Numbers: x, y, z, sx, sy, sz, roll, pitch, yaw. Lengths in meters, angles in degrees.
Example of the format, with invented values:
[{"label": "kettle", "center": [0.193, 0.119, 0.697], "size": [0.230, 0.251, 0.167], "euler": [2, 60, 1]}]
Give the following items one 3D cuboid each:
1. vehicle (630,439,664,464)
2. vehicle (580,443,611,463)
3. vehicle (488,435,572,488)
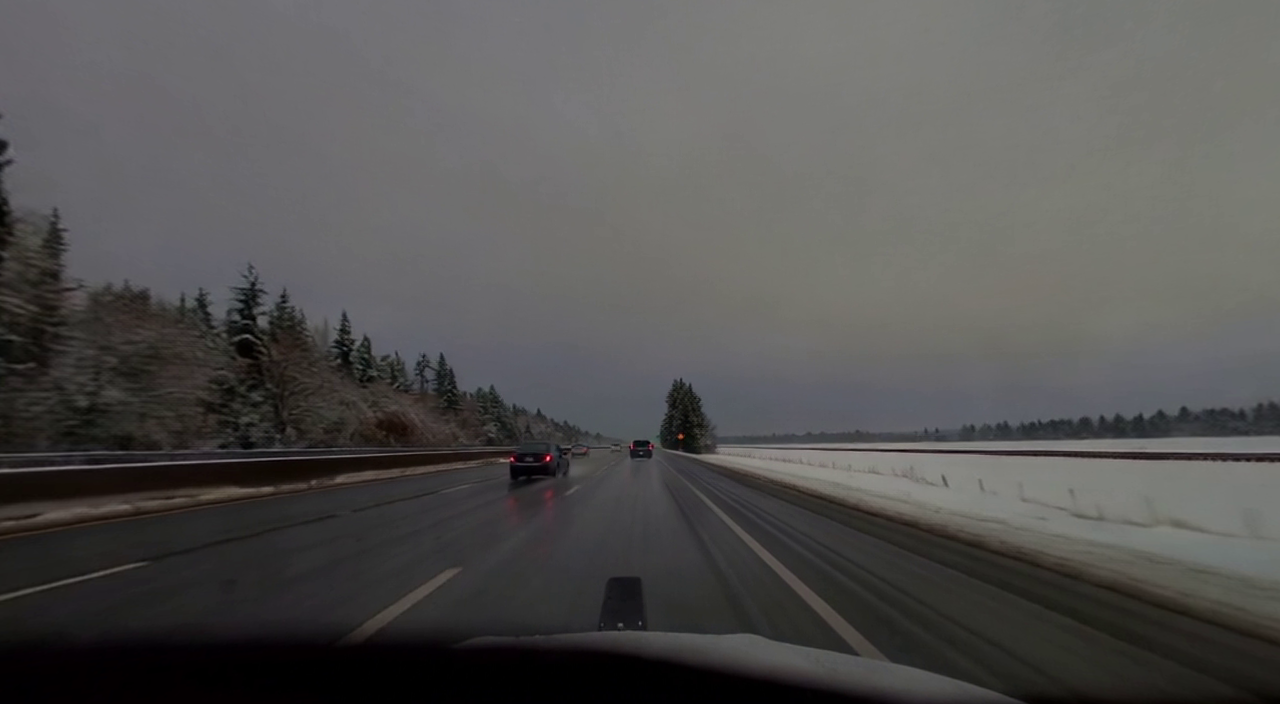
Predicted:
[{"label": "vehicle", "center": [0.453, 7.009, 44.509], "size": [2.259, 1.697, 4.106], "euler": [0, -8, 0]}, {"label": "vehicle", "center": [-3.468, 7.904, 49.743], "size": [2.066, 1.497, 4.253], "euler": [0, -8, 1]}, {"label": "vehicle", "center": [-3.681, 3.756, 22.006], "size": [2.028, 1.634, 4.441], "euler": [0, -8, 1]}]
